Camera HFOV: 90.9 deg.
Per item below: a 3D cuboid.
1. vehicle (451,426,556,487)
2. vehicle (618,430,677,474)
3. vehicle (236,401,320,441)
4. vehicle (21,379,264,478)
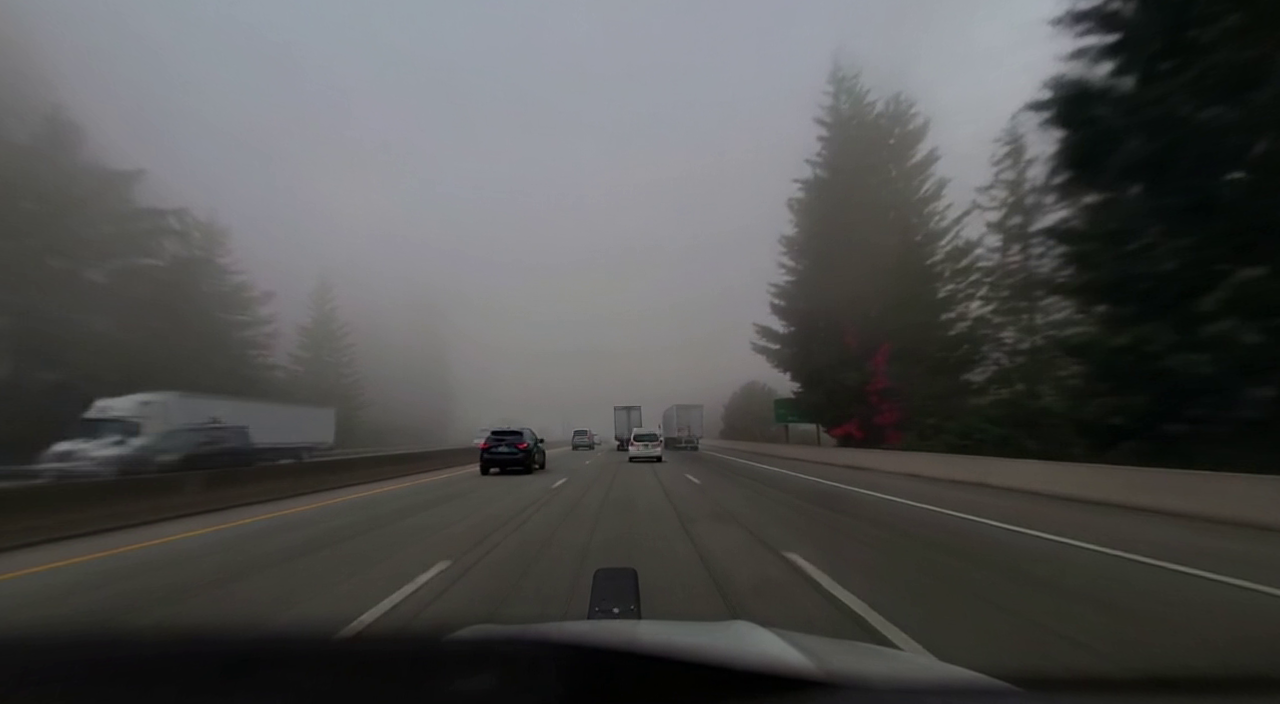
[{"bbox_3d":[-3.724,2.935,18.142,1.979,1.527,4.754,0,-8,0],"label":"vehicle"},{"bbox_3d":[0.213,3.717,23.735,2.059,1.522,3.693,0,-8,-1],"label":"vehicle"},{"bbox_3d":[-21.433,4.131,37.603,2.198,2.105,4.804,-2,-7,0],"label":"vehicle"},{"bbox_3d":[-21.224,3.478,28.139,3.038,3.631,9.794,0,-8,-2],"label":"vehicle"}]
